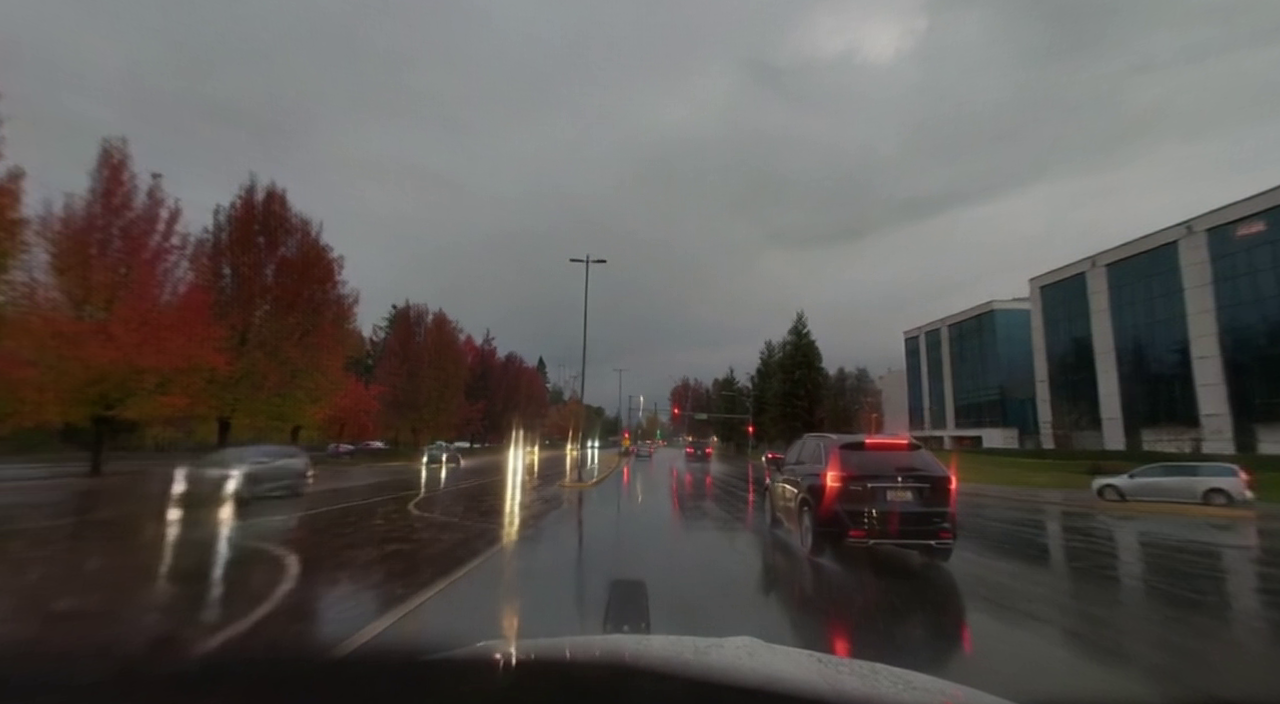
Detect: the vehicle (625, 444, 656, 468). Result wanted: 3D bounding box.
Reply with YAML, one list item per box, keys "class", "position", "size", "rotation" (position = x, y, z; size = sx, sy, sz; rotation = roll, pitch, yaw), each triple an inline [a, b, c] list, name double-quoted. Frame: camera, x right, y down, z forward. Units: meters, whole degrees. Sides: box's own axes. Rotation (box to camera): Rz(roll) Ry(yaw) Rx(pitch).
- class: "vehicle"
  position: [0.026, 6.866, 41.671]
  size: [1.991, 1.477, 3.814]
  rotation: [0, -8, 0]

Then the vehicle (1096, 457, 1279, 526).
- class: "vehicle"
  position: [15.283, 3.727, 17.234]
  size: [4.398, 1.634, 2.031]
  rotation: [-6, -10, 35]

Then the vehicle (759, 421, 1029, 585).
- class: "vehicle"
  position: [2.938, 1.809, 8.374]
  size: [1.901, 1.634, 3.896]
  rotation: [0, -8, -1]

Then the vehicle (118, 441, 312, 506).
- class: "vehicle"
  position: [-11.105, 3.172, 17.000]
  size: [1.969, 1.488, 4.612]
  rotation: [0, -8, 0]

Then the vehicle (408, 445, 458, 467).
- class: "vehicle"
  position: [-14.810, 7.455, 45.325]
  size: [1.978, 1.443, 4.678]
  rotation: [0, -8, 0]

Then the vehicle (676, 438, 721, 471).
- class: "vehicle"
  position: [3.461, 6.171, 38.228]
  size: [2.154, 1.844, 4.634]
  rotation: [0, -8, -1]
